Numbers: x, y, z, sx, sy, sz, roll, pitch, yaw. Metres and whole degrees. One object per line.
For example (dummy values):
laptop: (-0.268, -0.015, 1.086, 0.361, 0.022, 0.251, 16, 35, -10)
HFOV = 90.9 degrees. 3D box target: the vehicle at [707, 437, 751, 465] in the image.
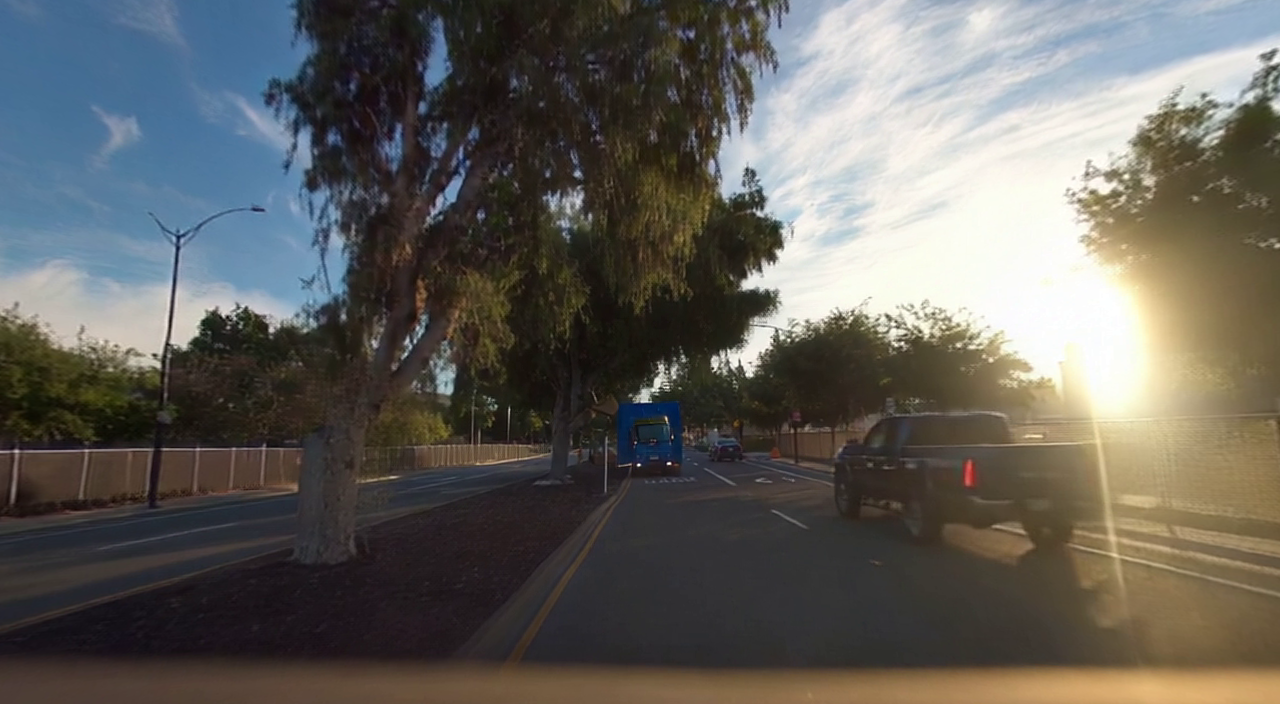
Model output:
vehicle: (5.449, 6.152, 39.299, 2.076, 1.661, 4.524, 0, -8, 0)

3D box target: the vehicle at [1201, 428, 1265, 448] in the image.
vehicle: (44.769, 6.485, 47.679, 1.664, 1.434, 3.771, -3, -8, 11)

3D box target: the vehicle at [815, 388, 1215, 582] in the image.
vehicle: (4.325, 1.648, 8.682, 2.375, 1.857, 5.100, 0, -8, 0)

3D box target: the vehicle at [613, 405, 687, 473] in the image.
vehicle: (0.547, 4.305, 31.091, 3.197, 2.963, 7.055, 0, -8, 2)
